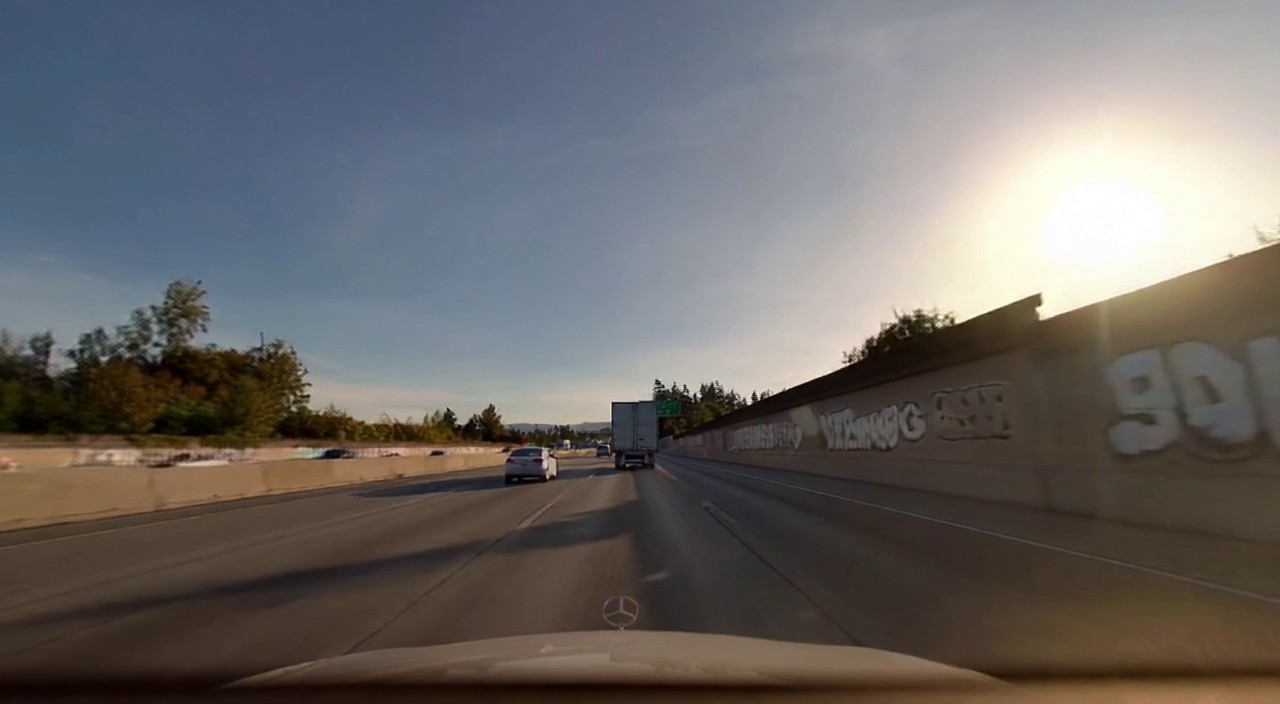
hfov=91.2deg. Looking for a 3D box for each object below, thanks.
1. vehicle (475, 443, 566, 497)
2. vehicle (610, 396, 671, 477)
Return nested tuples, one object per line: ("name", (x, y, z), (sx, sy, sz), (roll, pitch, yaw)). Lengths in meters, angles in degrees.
("vehicle", (-3.725, 3.760, 20.339), (2.158, 1.538, 4.047), (0, -9, 0))
("vehicle", (-0.067, 5.104, 37.132), (3.042, 4.023, 10.832), (0, -9, -1))
